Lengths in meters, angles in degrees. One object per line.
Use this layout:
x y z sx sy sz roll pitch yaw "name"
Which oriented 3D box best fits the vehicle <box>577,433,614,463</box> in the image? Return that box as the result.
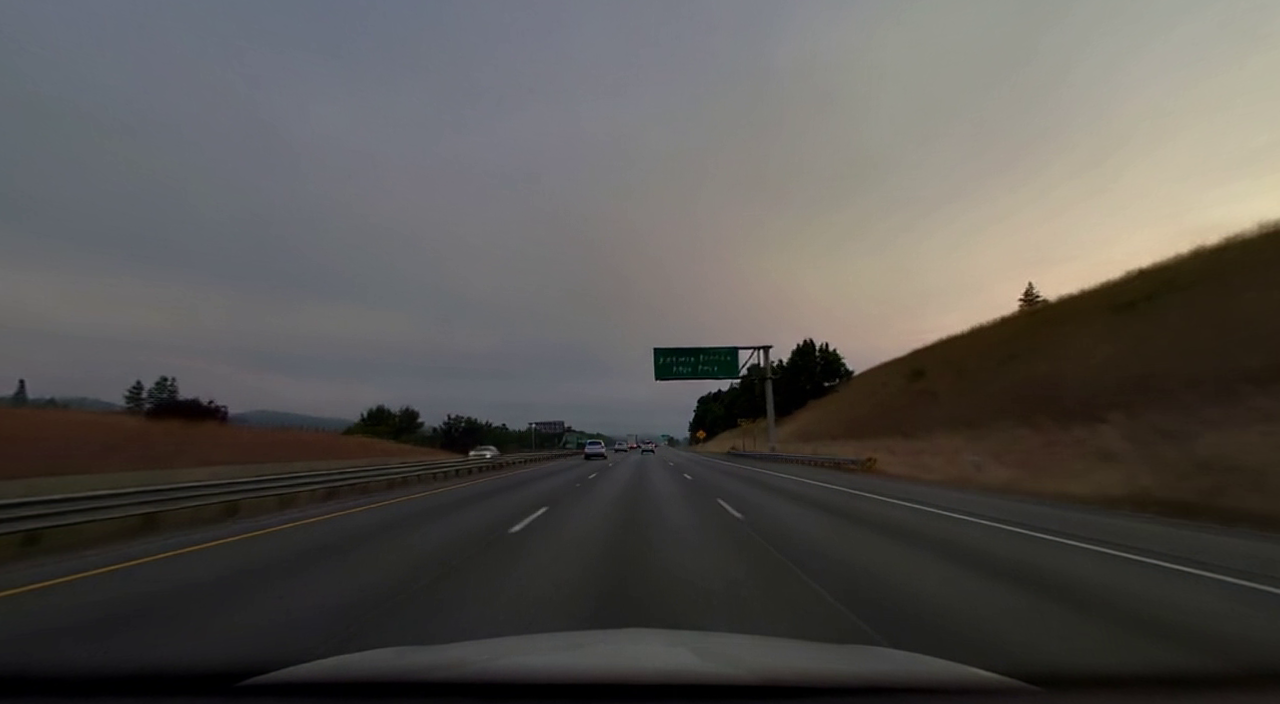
-3.132 6.934 45.545 2.286 2.011 4.452 0 -8 1 "vehicle"
